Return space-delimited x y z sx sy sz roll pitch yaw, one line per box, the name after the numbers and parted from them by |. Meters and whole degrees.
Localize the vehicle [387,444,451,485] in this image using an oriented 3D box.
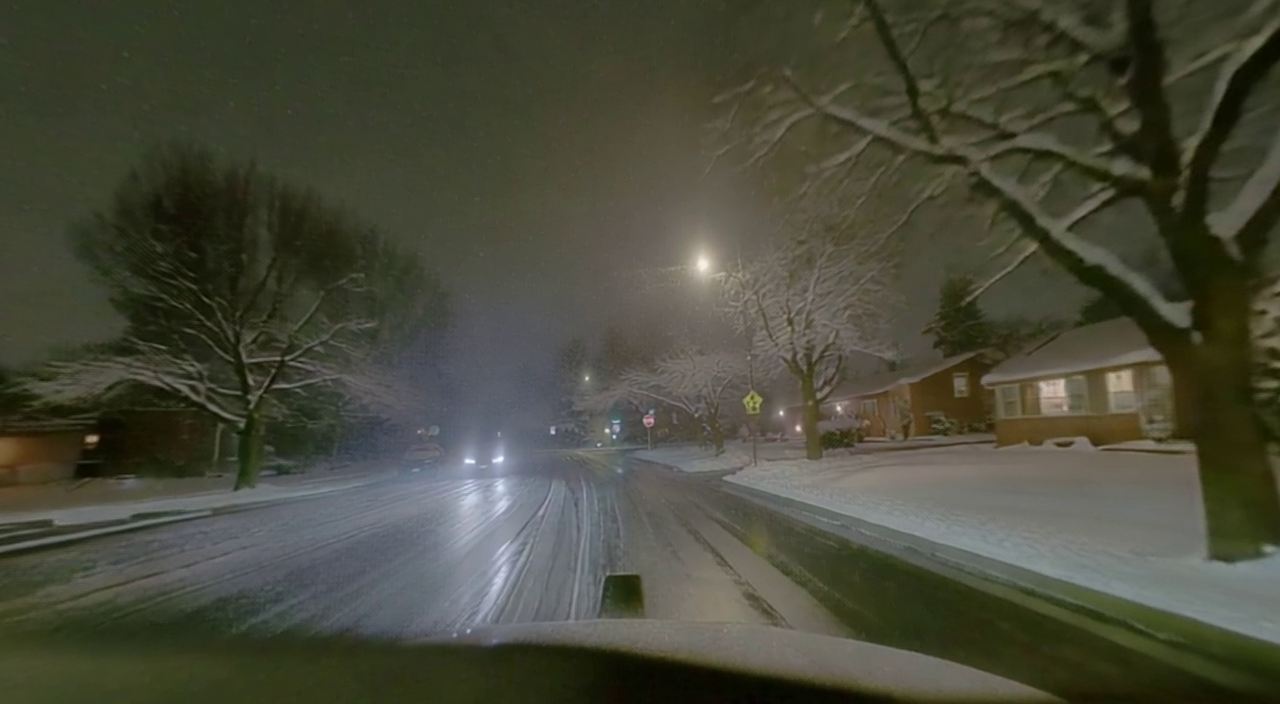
-9.801 4.962 28.350 1.994 1.656 4.334 1 -9 -10 | vehicle

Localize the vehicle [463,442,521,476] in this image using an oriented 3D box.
-7.131 5.179 30.877 2.146 1.506 4.885 1 -9 -6 | vehicle
